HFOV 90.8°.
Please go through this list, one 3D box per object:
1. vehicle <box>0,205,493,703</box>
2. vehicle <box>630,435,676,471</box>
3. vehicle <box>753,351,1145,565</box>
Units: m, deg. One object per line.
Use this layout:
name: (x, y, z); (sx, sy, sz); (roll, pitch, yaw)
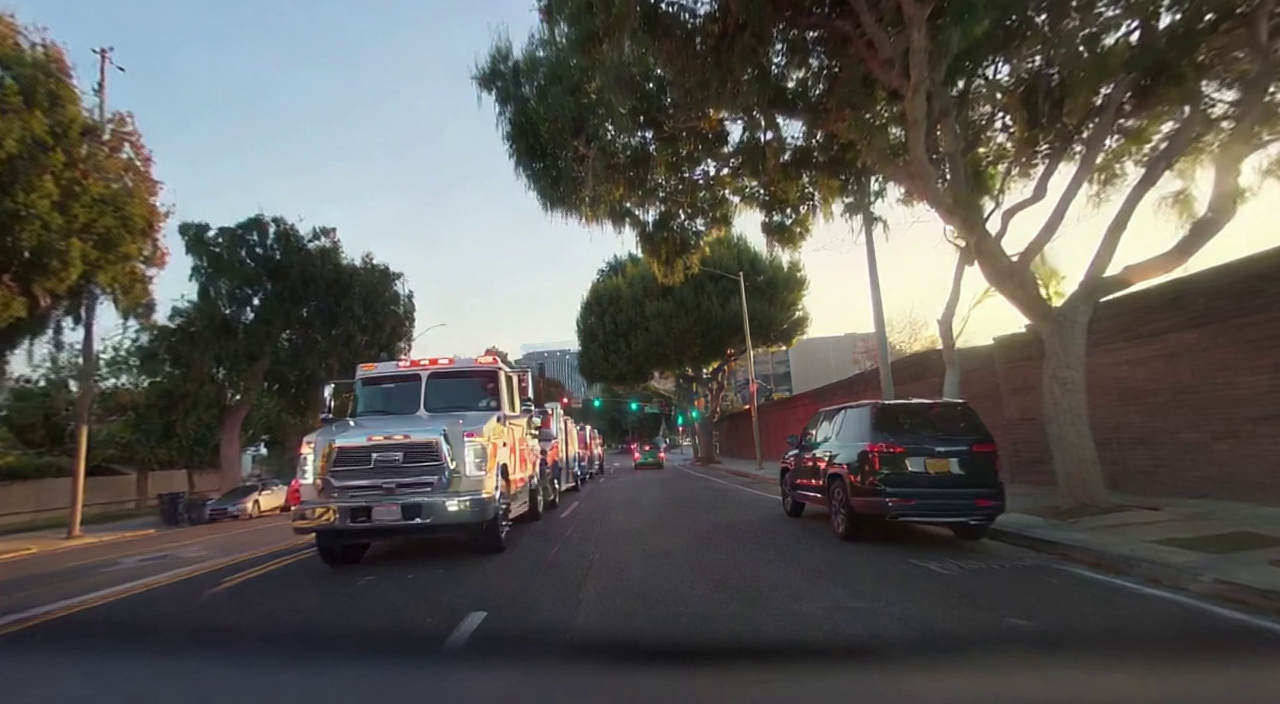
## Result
vehicle: (-2.810, 0.941, 4.104); (2.458, 2.027, 4.831); (0, -9, 1)
vehicle: (0.625, 5.578, 35.085); (2.332, 1.831, 4.930); (0, -8, -1)
vehicle: (3.982, 1.581, 9.900); (3.411, 2.429, 5.271); (0, -8, 0)
